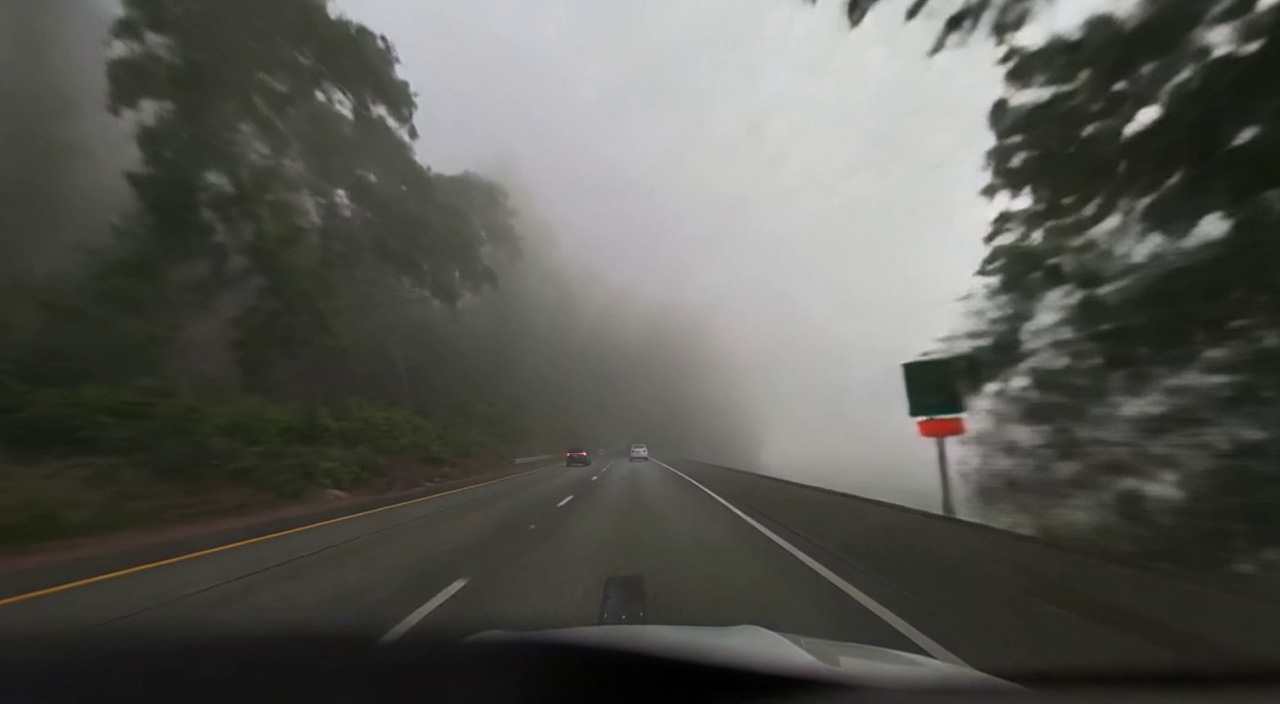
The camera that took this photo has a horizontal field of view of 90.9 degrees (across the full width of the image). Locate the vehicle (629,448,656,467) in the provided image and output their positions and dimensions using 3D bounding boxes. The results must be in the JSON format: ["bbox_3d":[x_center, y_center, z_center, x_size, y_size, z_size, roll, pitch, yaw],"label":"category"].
[{"bbox_3d":[0.198,8.176,49.087,1.989,1.402,3.831,0,-9,0],"label":"vehicle"}]

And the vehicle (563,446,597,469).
[{"bbox_3d":[-4.229,7.531,45.087,2.112,1.498,4.117,0,-9,0],"label":"vehicle"}]
